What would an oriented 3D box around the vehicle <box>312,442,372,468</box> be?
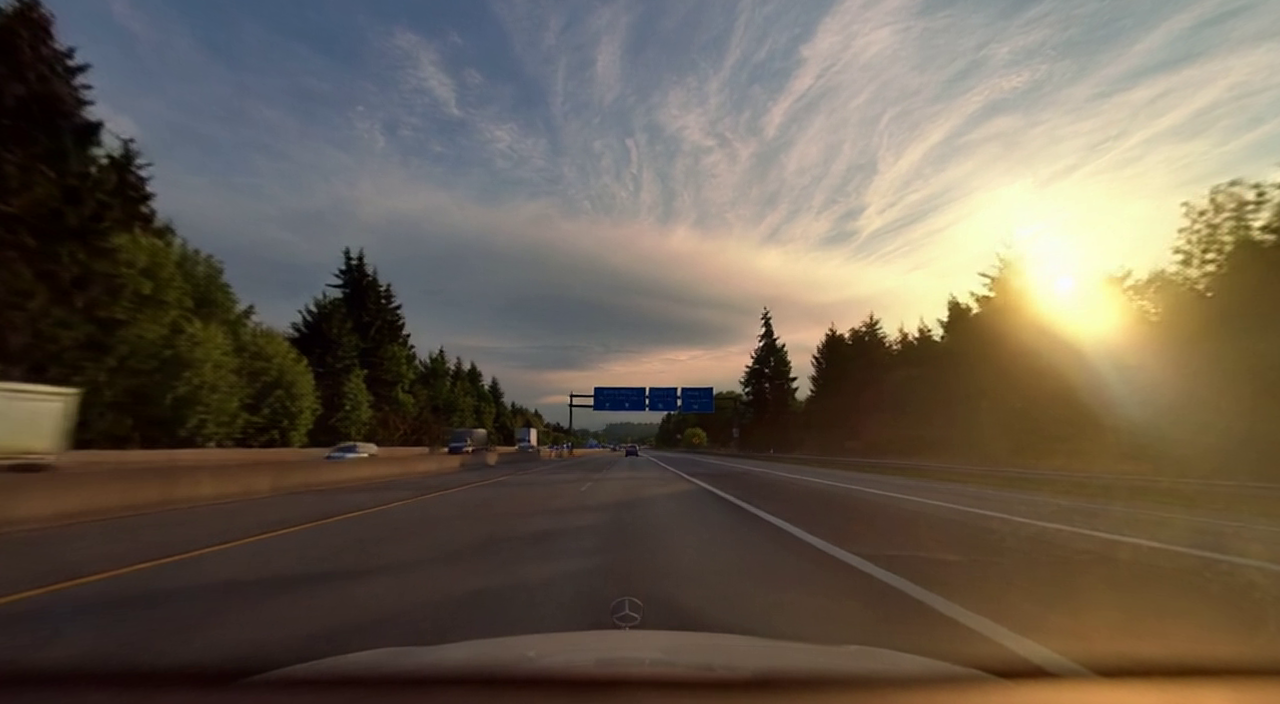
[{"bbox_3d":[-16.748,5.803,35.578,1.645,1.417,3.633,0,-9,0],"label":"vehicle"}]
